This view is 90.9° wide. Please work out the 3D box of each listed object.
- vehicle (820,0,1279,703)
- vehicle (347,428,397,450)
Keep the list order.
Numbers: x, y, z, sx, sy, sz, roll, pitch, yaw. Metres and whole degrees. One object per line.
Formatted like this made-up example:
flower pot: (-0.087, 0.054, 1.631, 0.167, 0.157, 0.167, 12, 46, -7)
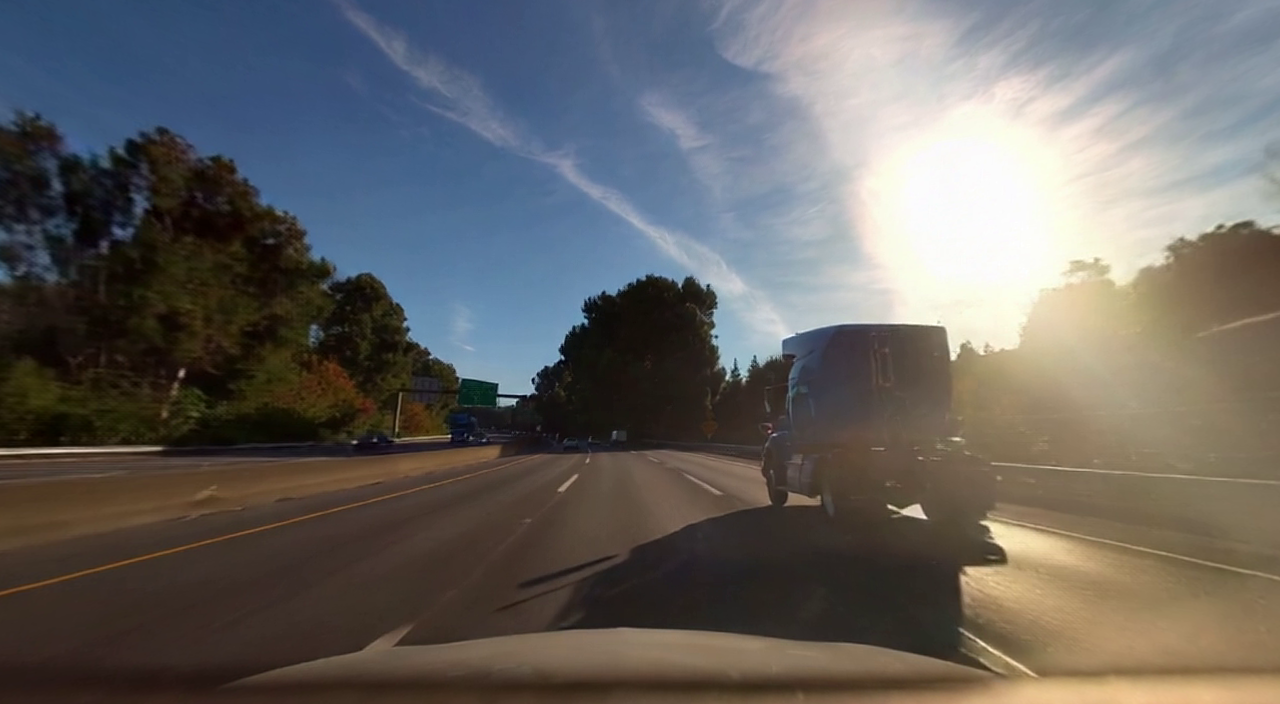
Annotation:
vehicle: (4.178, -0.454, 1.888, 2.910, 4.051, 14.278, 0, -8, -1)
vehicle: (-20.091, 6.546, 47.382, 1.905, 1.567, 4.492, 0, -8, -2)
